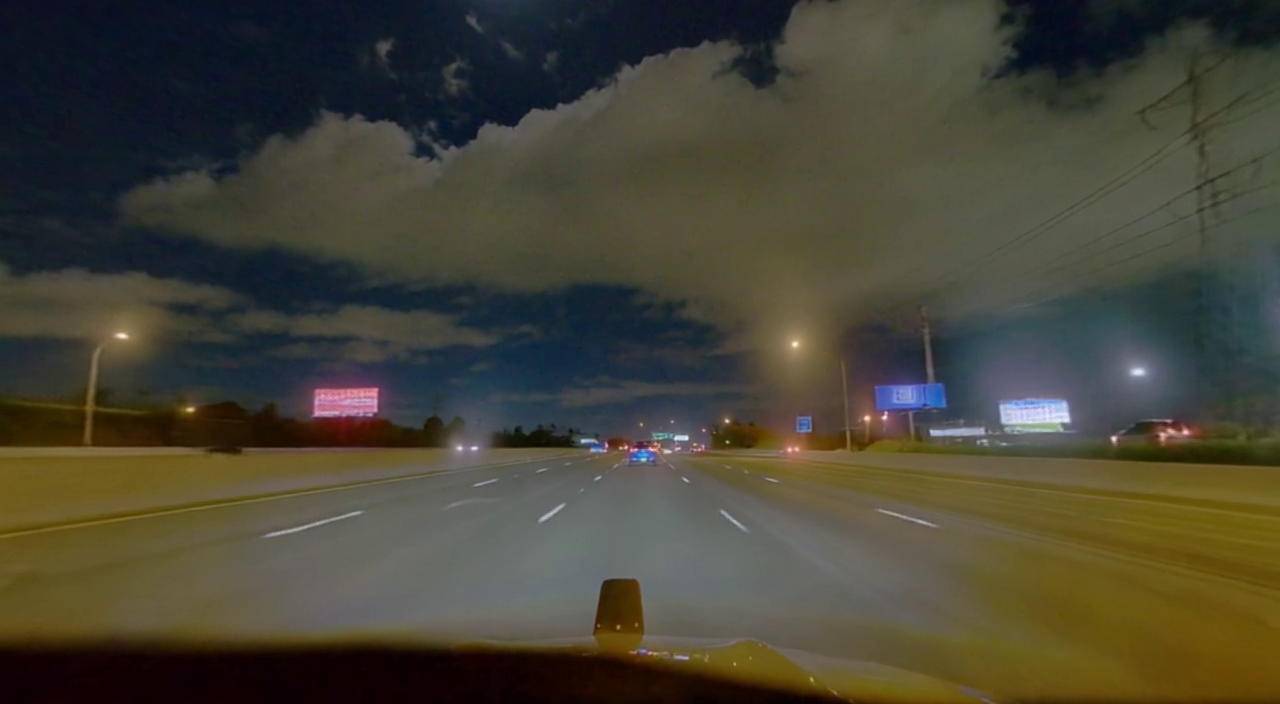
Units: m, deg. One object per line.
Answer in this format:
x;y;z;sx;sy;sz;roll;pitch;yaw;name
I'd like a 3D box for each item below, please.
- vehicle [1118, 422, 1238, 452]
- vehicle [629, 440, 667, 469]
28.660;4.588;33.902;2.072;1.495;4.732;0;-8;-3;vehicle
0.451;5.895;36.520;2.074;1.574;3.971;0;-8;1;vehicle
